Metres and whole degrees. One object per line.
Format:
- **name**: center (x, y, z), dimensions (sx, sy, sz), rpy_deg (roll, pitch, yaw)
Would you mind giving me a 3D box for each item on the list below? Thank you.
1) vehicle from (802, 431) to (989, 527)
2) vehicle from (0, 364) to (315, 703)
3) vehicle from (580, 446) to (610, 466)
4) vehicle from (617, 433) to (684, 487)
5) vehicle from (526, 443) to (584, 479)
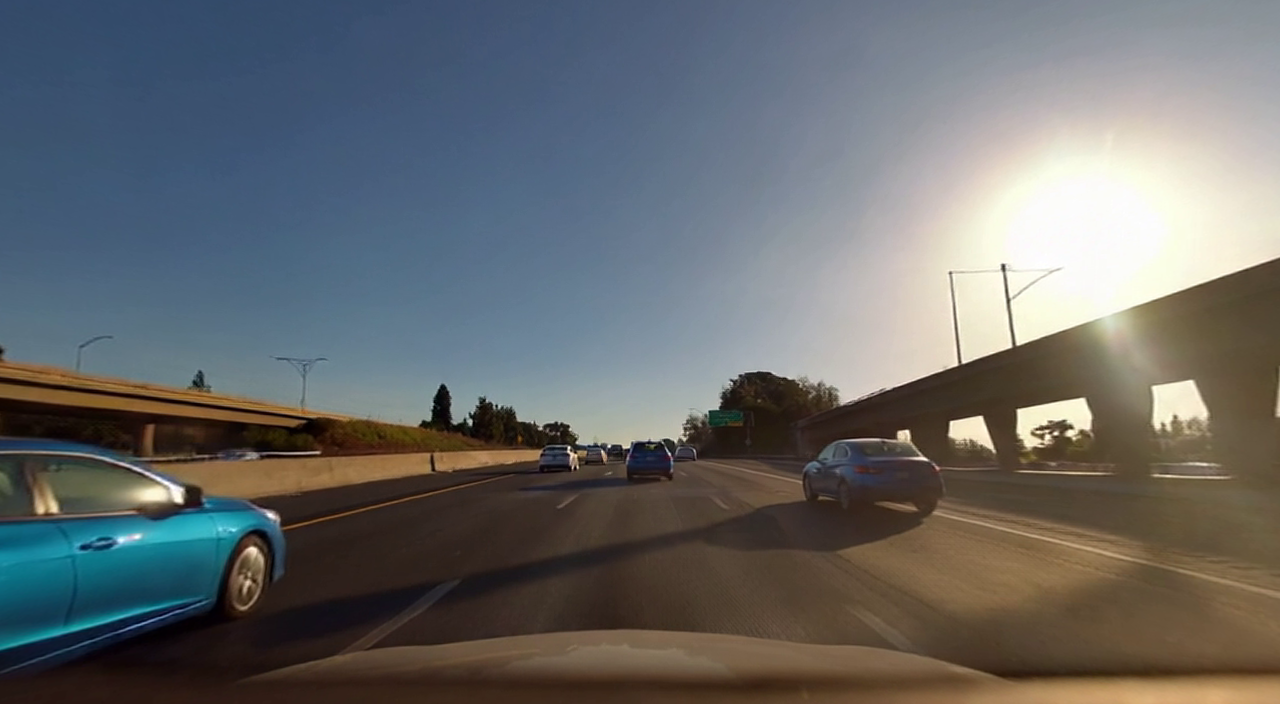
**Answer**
- **vehicle**: center (5.039, 2.548, 13.239), dimensions (2.055, 1.656, 4.370), rpy_deg (0, -9, -1)
- **vehicle**: center (-3.928, 0.935, 3.173), dimensions (2.160, 1.639, 4.431), rpy_deg (0, -9, 1)
- **vehicle**: center (-3.452, 8.100, 49.269), dimensions (1.969, 1.480, 4.077), rpy_deg (0, -9, 1)
- **vehicle**: center (0.336, 3.834, 22.603), dimensions (2.202, 1.748, 4.158), rpy_deg (0, -9, 0)
- **vehicle**: center (-3.857, 5.027, 29.313), dimensions (2.031, 1.491, 4.145), rpy_deg (0, -9, 1)
